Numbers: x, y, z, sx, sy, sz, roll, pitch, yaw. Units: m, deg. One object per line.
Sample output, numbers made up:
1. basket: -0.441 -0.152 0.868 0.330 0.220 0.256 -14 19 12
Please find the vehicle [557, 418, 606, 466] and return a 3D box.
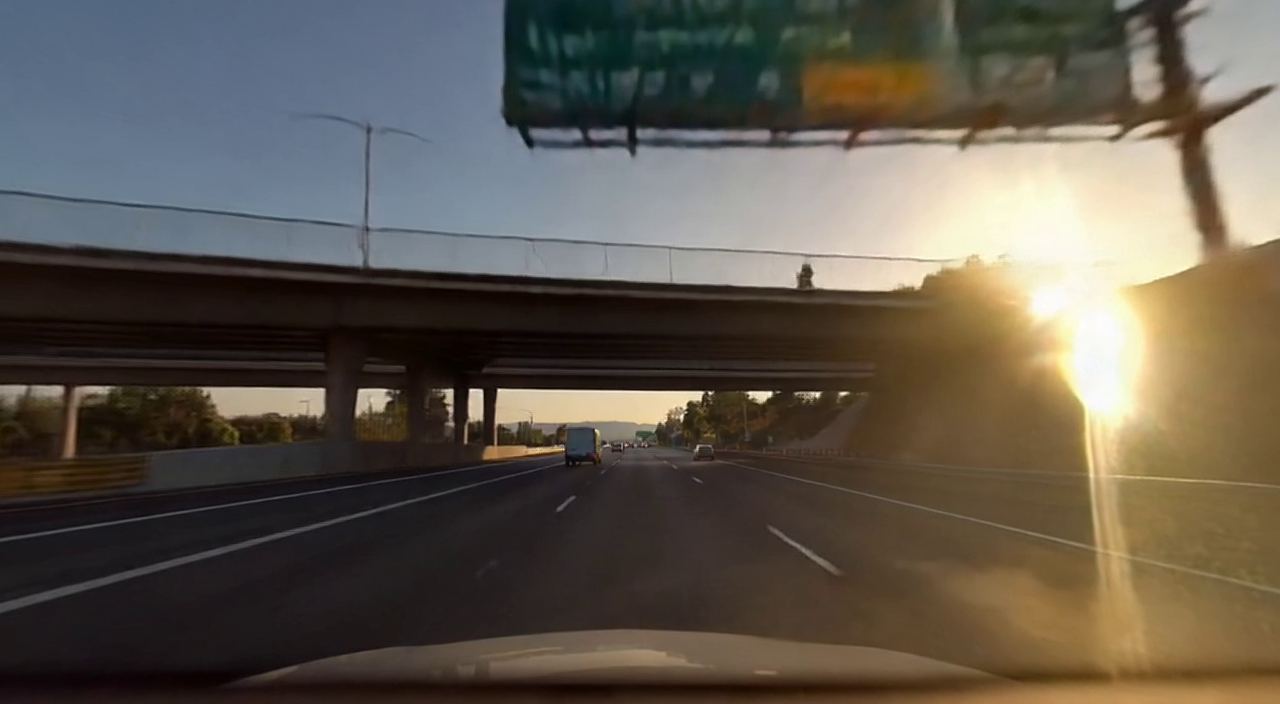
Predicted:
1. vehicle: -3.823 6.125 43.008 2.881 2.937 7.045 0 -8 -2
